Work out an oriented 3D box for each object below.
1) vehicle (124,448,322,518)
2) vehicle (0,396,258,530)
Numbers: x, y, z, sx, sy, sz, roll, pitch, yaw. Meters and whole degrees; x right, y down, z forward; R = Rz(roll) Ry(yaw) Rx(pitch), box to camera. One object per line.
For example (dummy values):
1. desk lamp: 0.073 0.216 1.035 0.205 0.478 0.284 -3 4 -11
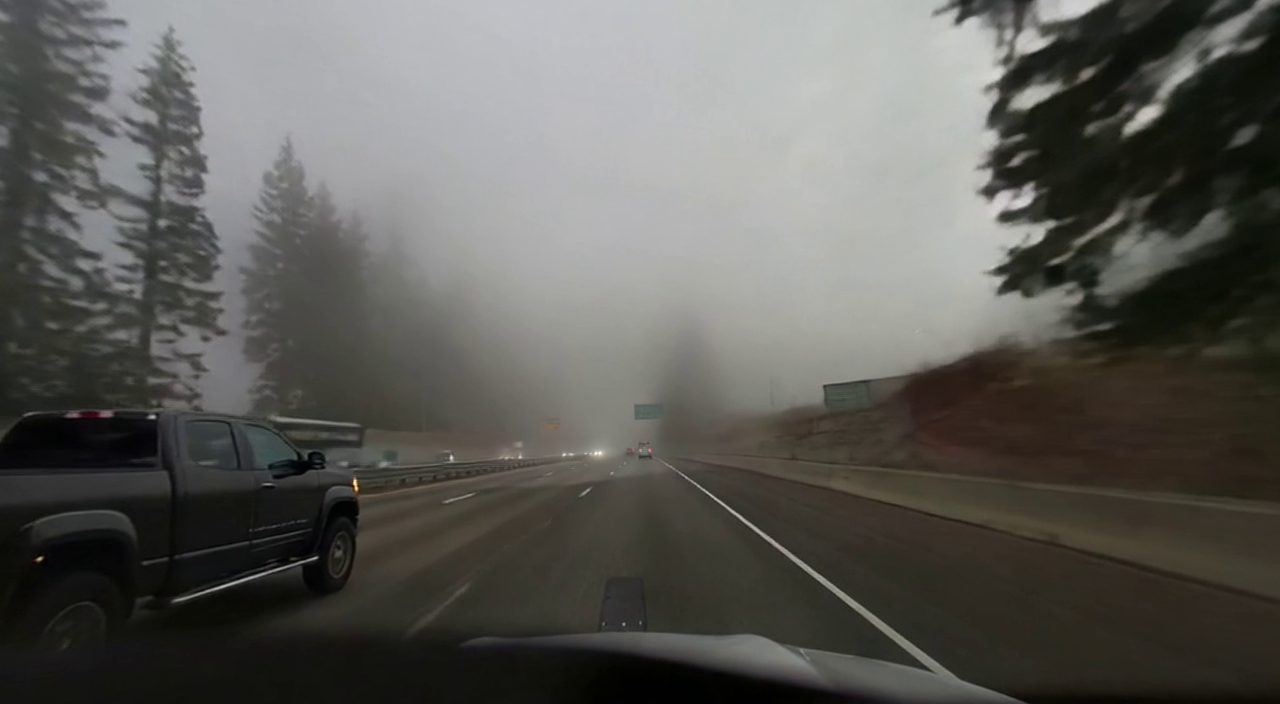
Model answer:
1. vehicle: -11.007 3.437 17.219 2.129 1.560 4.733 -1 -8 1
2. vehicle: -15.116 3.168 18.789 2.935 3.173 7.113 0 -8 0
